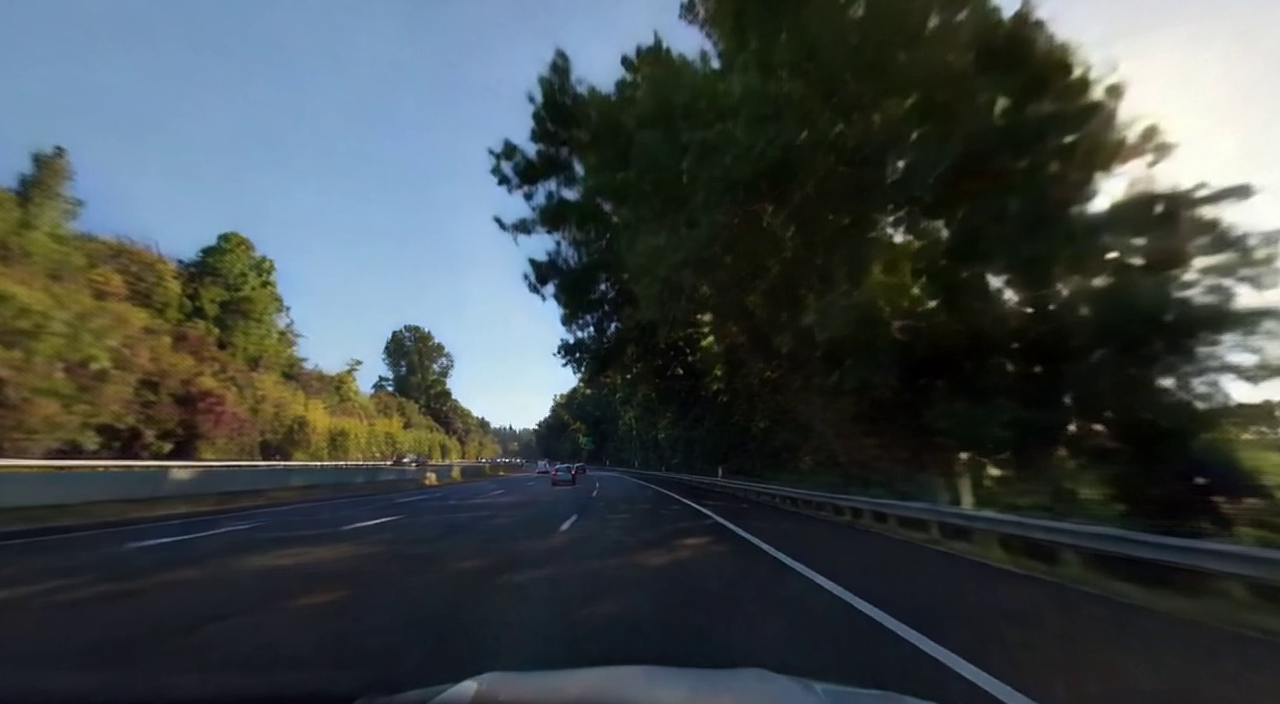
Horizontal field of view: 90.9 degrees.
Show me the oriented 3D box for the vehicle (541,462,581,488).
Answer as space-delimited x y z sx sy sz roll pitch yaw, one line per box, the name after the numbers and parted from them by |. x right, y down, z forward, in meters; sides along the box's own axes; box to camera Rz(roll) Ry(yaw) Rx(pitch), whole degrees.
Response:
-4.954 7.835 40.241 2.115 1.546 4.638 1 -10 -2 | vehicle
